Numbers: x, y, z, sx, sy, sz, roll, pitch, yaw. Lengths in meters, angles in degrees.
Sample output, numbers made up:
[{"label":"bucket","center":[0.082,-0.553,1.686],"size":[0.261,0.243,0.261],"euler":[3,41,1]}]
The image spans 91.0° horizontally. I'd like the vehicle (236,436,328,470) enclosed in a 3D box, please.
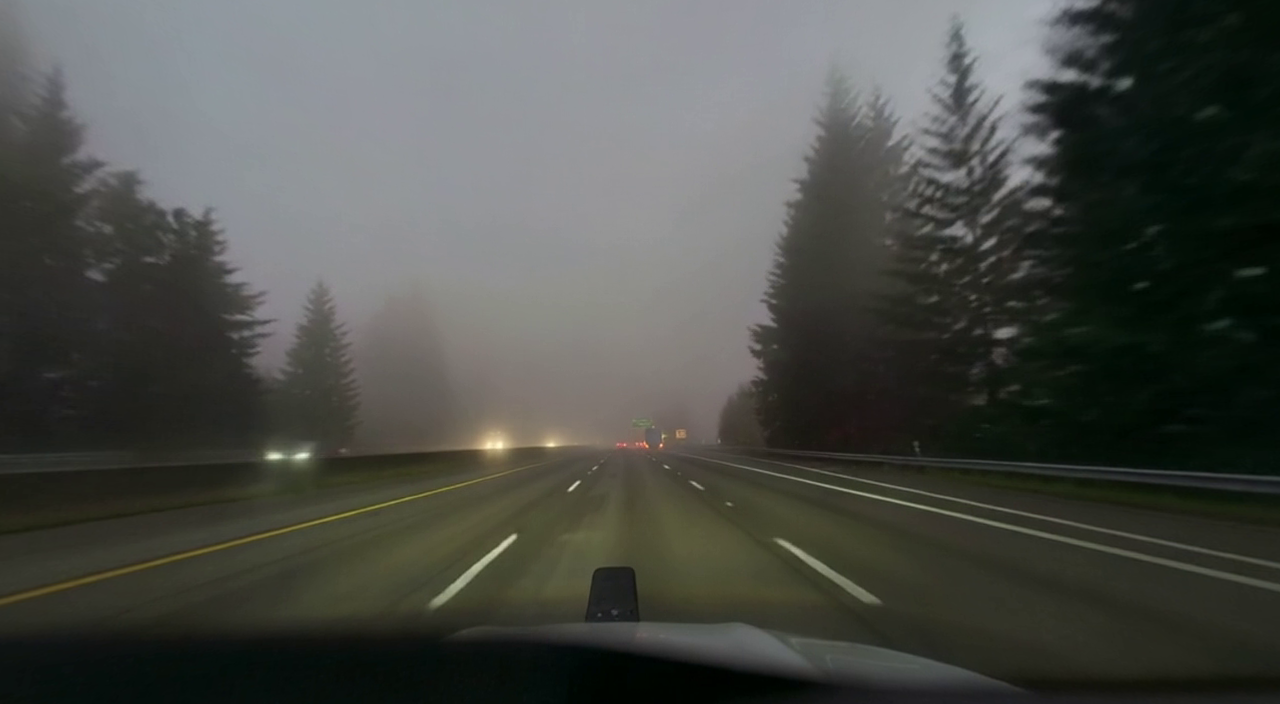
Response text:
[{"label":"vehicle","center":[-17.387,4.919,30.835],"size":[1.890,1.501,4.553],"euler":[0,-8,-1]}]
